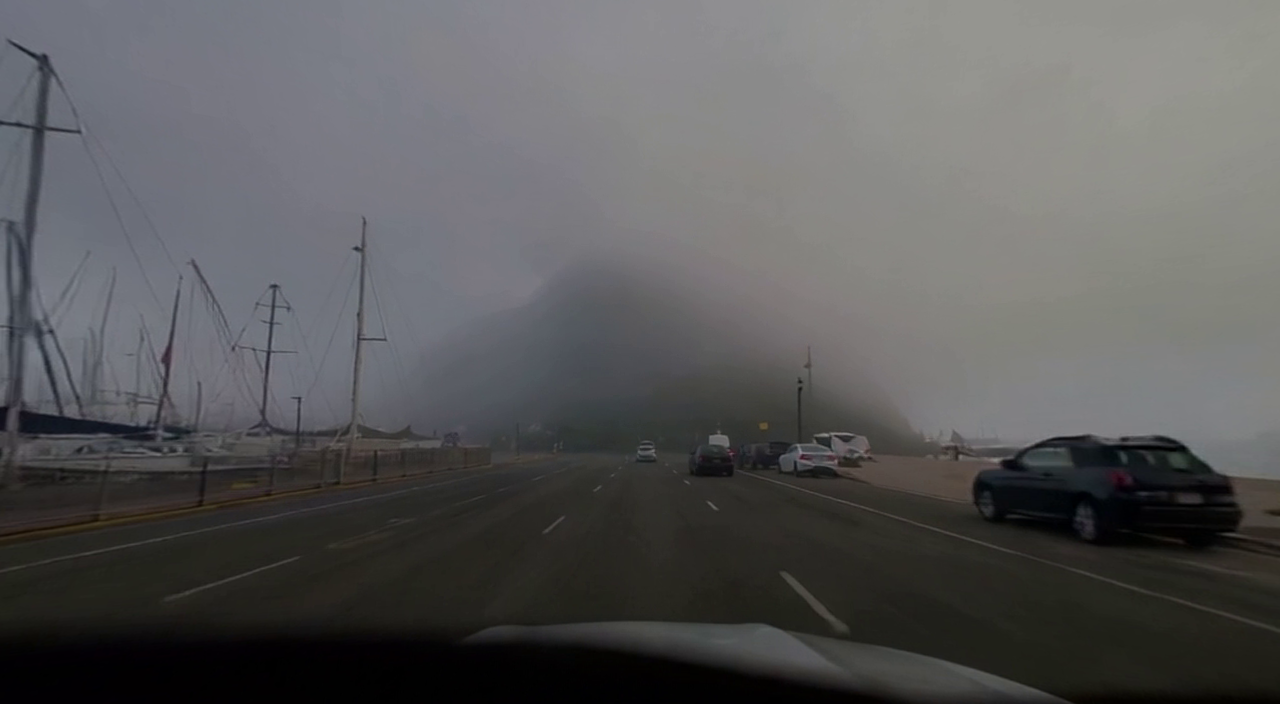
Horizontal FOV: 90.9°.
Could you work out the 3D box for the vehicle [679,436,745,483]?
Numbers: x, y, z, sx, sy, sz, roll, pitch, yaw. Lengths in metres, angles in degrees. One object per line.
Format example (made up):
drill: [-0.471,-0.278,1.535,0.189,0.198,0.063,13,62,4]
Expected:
vehicle: [2.681,4.127,24.460,2.047,1.640,4.051,0,-9,0]

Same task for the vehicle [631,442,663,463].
vehicle: [0.520,7.598,47.618,2.284,1.496,3.949,-1,-9,1]

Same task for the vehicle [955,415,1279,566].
vehicle: [7.206,1.997,9.902,2.029,1.750,4.825,0,-9,1]

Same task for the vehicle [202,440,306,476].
vehicle: [-18.020,4.972,29.733,1.840,1.522,4.695,-1,-9,1]

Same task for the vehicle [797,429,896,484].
vehicle: [7.937,4.090,24.861,2.056,1.896,5.062,0,-9,-1]

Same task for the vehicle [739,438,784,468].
vehicle: [7.969,6.667,41.729,1.969,1.852,4.514,0,-9,-1]
